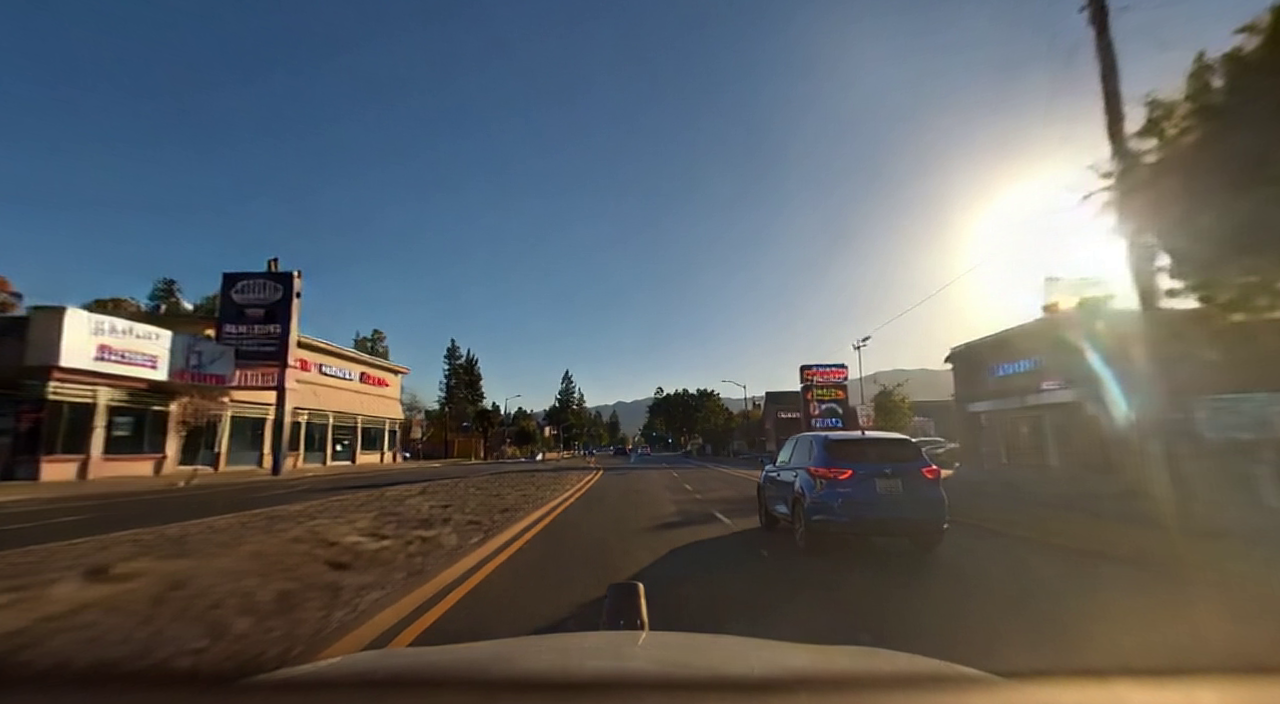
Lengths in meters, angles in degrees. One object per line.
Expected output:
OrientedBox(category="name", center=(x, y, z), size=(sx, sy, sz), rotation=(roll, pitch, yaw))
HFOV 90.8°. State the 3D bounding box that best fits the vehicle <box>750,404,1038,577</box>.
OrientedBox(category="vehicle", center=(3.082, 1.809, 9.032), size=(2.130, 1.790, 4.615), rotation=(1, -9, -1))
